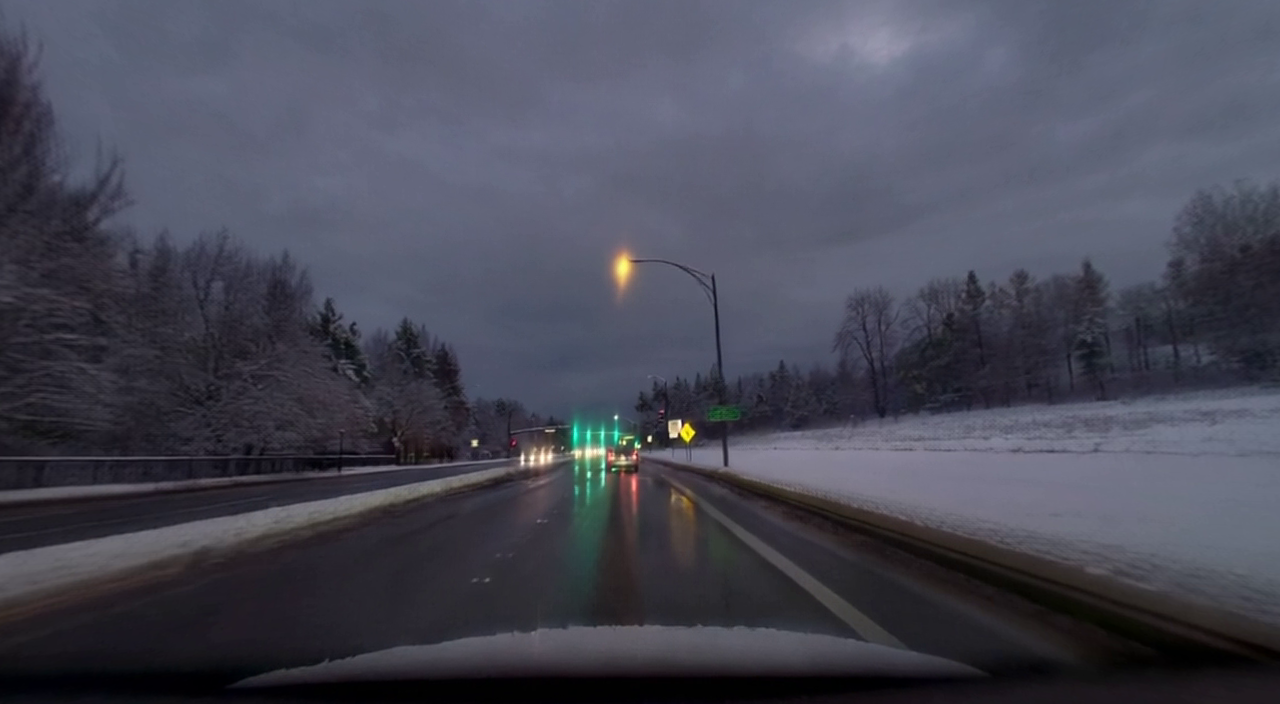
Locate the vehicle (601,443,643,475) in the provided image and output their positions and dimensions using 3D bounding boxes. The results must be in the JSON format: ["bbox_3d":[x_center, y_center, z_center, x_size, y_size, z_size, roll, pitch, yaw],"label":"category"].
[{"bbox_3d":[-0.870,5.261,31.095,1.954,1.469,3.465,0,-8,-1],"label":"vehicle"}]
